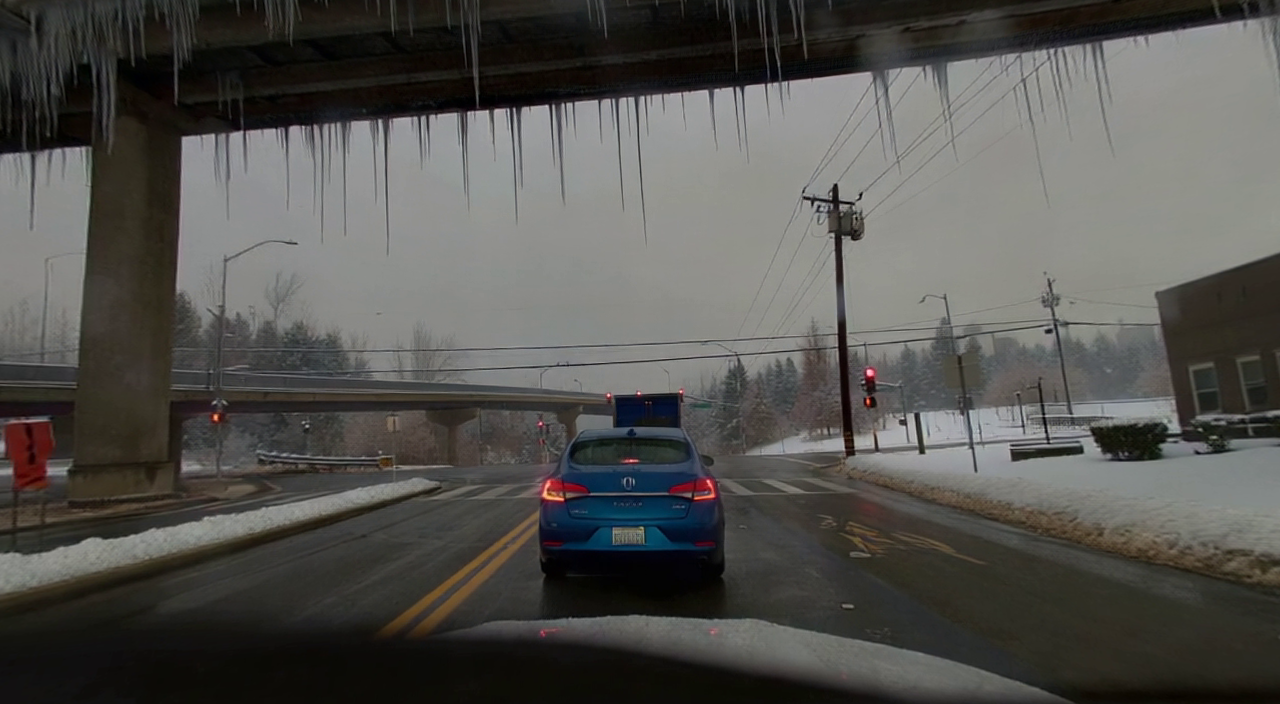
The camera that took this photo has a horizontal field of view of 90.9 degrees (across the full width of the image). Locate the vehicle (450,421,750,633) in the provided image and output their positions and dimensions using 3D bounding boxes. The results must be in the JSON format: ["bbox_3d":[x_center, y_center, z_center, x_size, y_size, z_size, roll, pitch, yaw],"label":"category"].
[{"bbox_3d":[-0.242,1.531,6.473,2.090,1.458,4.033,-1,-9,1],"label":"vehicle"}]
